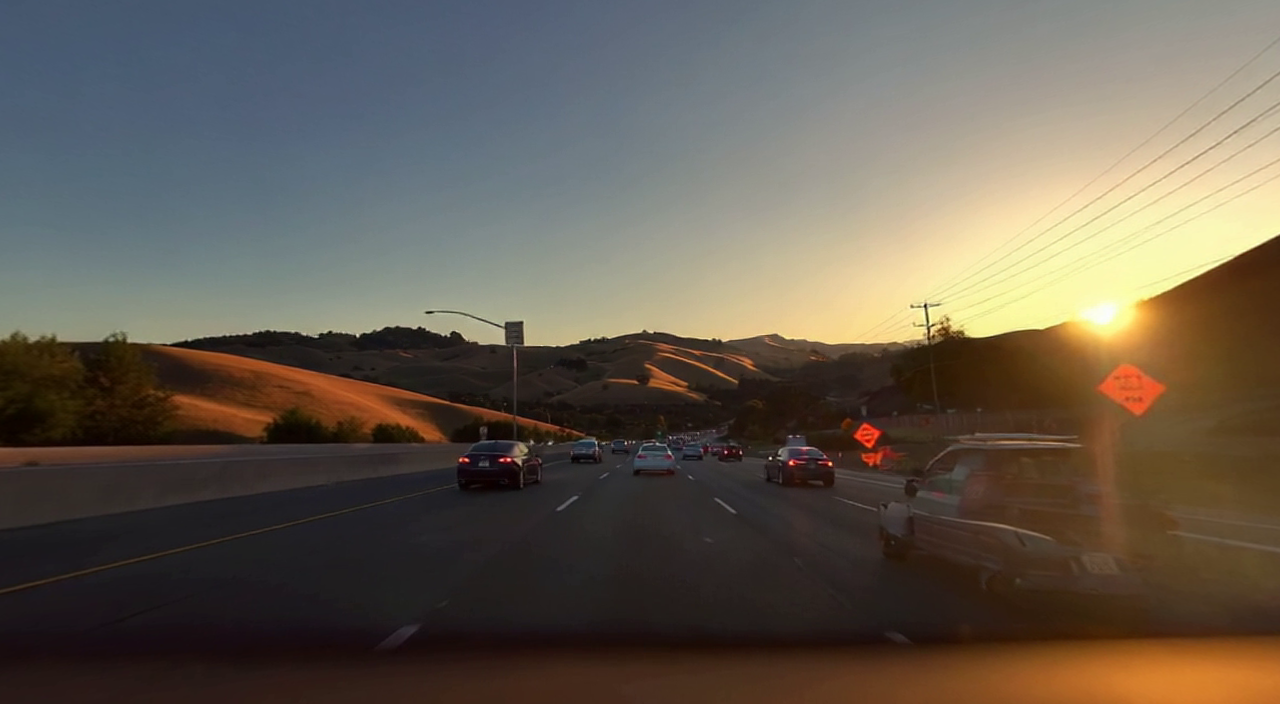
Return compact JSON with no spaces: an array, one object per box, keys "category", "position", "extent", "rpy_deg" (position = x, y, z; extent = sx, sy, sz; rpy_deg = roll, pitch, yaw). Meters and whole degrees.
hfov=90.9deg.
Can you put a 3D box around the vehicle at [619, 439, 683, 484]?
[{"category":"vehicle","position":[0.374,3.992,23.320],"extent":[2.138,1.473,4.392],"rpy_deg":[0,-8,0]}]

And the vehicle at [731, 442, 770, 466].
[{"category":"vehicle","position":[8.173,7.607,47.131],"extent":[2.042,1.684,4.609],"rpy_deg":[0,-8,0]}]

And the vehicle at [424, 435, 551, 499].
[{"category":"vehicle","position":[-3.806,2.965,16.631],"extent":[2.232,1.438,4.163],"rpy_deg":[0,-8,1]}]

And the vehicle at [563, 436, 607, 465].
[{"category":"vehicle","position":[-3.289,6.019,38.714],"extent":[2.234,1.675,4.527],"rpy_deg":[0,-8,1]}]

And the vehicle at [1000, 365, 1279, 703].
[{"category":"vehicle","position":[3.864,0.864,2.595],"extent":[2.018,1.670,4.658],"rpy_deg":[0,-8,1]}]

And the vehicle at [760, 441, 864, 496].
[{"category":"vehicle","position":[5.076,3.481,19.238],"extent":[1.867,1.465,4.093],"rpy_deg":[0,-8,-2]}]

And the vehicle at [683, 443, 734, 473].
[{"category":"vehicle","position":[3.530,5.531,33.202],"extent":[2.177,1.453,4.205],"rpy_deg":[0,-8,0]}]
